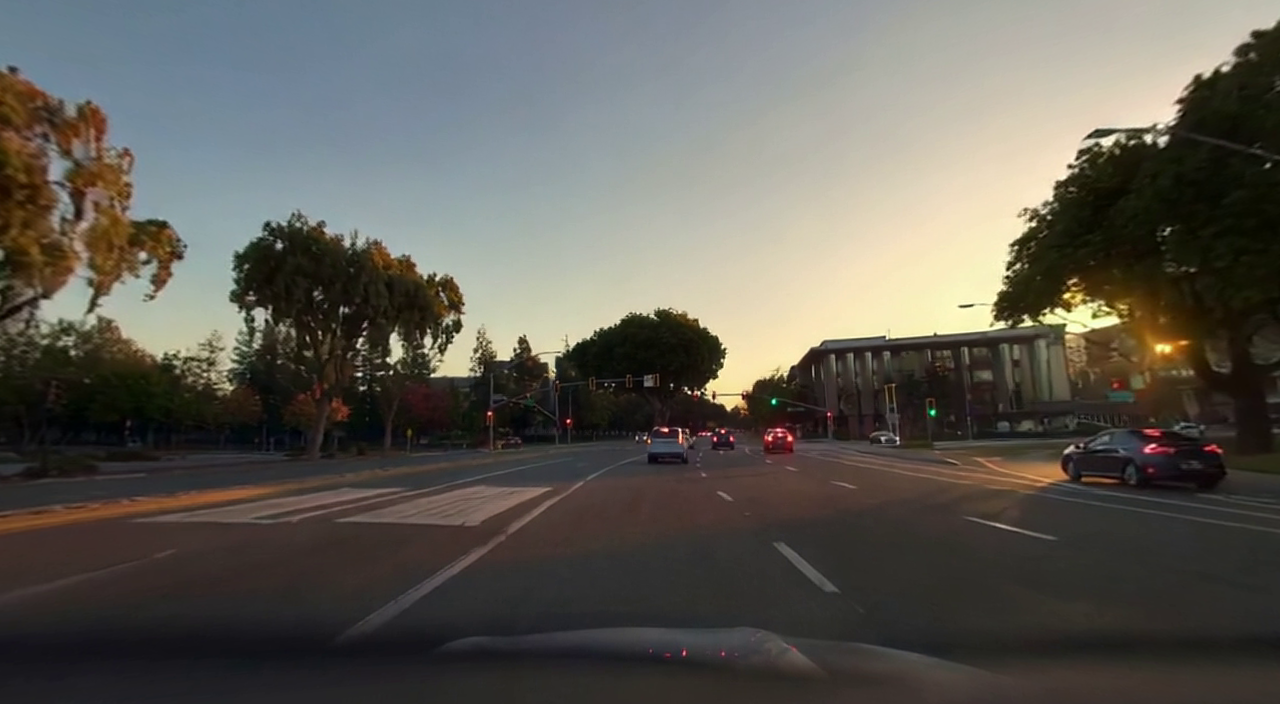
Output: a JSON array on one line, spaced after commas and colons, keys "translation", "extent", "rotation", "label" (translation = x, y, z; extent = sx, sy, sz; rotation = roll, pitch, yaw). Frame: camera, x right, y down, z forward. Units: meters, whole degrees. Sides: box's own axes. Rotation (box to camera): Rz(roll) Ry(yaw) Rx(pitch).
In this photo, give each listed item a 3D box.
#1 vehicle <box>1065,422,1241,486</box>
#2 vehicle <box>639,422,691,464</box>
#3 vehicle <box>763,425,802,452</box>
[{"translation": [14.648, 2.936, 18.475], "extent": [2.118, 1.606, 4.640], "rotation": [-2, -8, 14], "label": "vehicle"}, {"translation": [1.250, 4.258, 29.577], "extent": [2.211, 1.795, 4.179], "rotation": [-1, -8, 5], "label": "vehicle"}, {"translation": [9.869, 6.025, 43.937], "extent": [2.074, 1.791, 4.393], "rotation": [-1, -8, 6], "label": "vehicle"}]
